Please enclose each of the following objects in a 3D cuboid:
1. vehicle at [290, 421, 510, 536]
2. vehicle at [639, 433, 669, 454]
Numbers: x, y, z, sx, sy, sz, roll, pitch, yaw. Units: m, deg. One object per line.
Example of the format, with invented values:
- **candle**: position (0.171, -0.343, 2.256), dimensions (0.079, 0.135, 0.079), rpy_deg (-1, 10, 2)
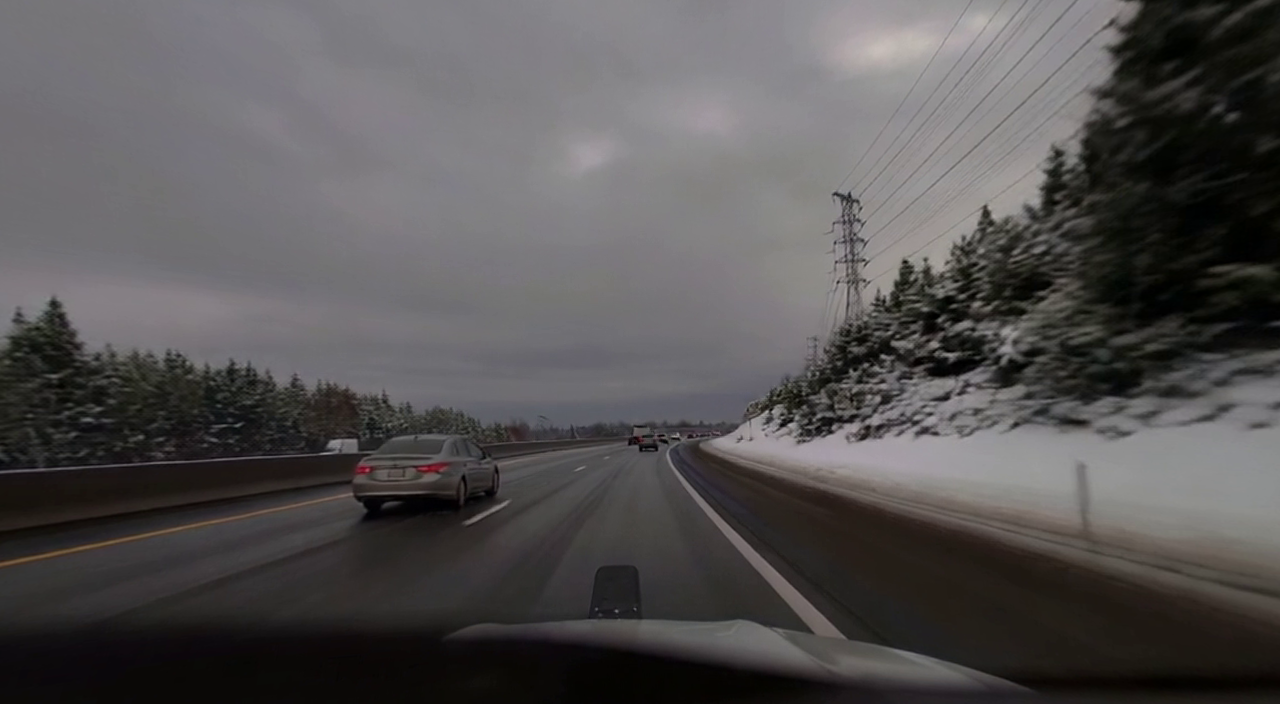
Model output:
- **vehicle**: position (-3.663, 1.983, 10.610), dimensions (2.030, 1.522, 4.250), rpy_deg (0, -8, 0)
- **vehicle**: position (1.109, 6.897, 47.552), dimensions (2.077, 1.523, 4.206), rpy_deg (0, -8, 3)
